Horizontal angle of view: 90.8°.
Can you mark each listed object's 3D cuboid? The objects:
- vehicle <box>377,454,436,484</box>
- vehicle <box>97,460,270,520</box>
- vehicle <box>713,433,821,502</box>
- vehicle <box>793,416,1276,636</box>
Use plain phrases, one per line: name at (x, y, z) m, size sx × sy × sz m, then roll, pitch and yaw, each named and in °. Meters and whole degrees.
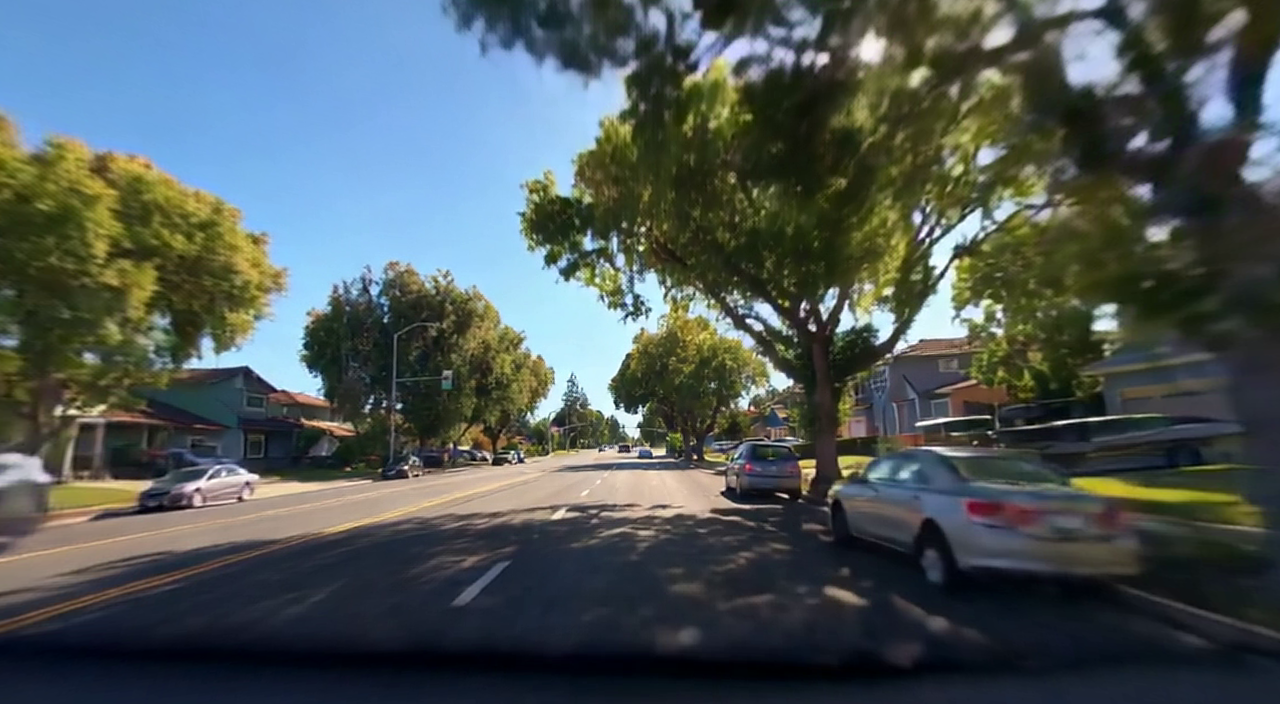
vehicle at (-13.914, 6.936, 37.886) m, size 1.876 × 1.495 × 4.647 m, roll -4°, pitch -9°, yaw -2°
vehicle at (-13.814, 4.159, 19.573) m, size 2.021 × 1.513 × 4.568 m, roll 0°, pitch -9°, yaw -1°
vehicle at (3.414, 3.228, 17.980) m, size 2.078 × 1.679 × 4.562 m, roll 0°, pitch -9°, yaw -1°
vehicle at (3.468, 1.648, 7.209) m, size 2.034 × 1.551 × 5.272 m, roll 0°, pitch -9°, yaw -1°
